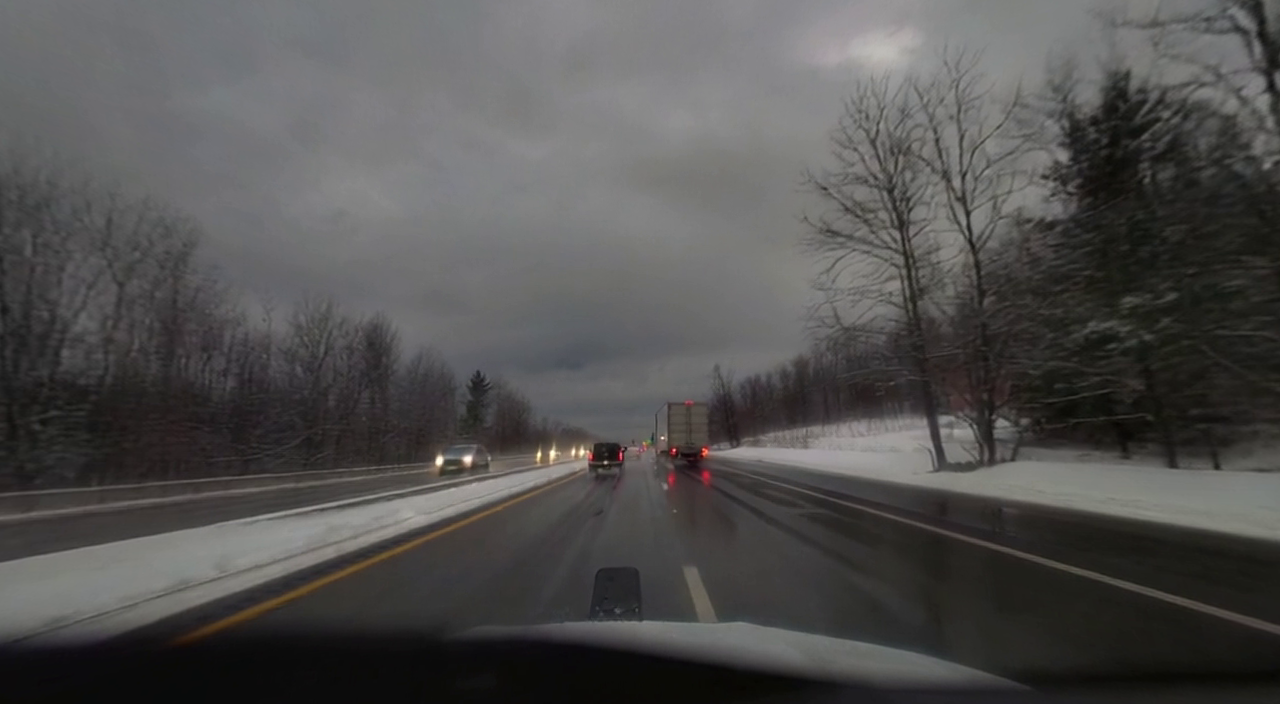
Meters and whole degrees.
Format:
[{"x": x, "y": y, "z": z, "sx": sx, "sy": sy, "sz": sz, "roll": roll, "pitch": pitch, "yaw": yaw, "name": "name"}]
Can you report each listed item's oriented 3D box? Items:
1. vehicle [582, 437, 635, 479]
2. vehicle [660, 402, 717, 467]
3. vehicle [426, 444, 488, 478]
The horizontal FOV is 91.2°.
[{"x": -1.341, "y": 4.734, "z": 28.224, "sx": 2.151, "sy": 1.693, "sz": 4.201, "roll": -1, "pitch": -9, "yaw": 1, "name": "vehicle"}, {"x": 3.252, "y": 6.259, "z": 46.574, "sx": 3.068, "sy": 4.042, "sz": 13.787, "roll": 0, "pitch": -9, "yaw": 0, "name": "vehicle"}, {"x": -9.494, "y": 5.695, "z": 32.868, "sx": 1.977, "sy": 1.633, "sz": 4.138, "roll": -1, "pitch": -9, "yaw": 0, "name": "vehicle"}]
